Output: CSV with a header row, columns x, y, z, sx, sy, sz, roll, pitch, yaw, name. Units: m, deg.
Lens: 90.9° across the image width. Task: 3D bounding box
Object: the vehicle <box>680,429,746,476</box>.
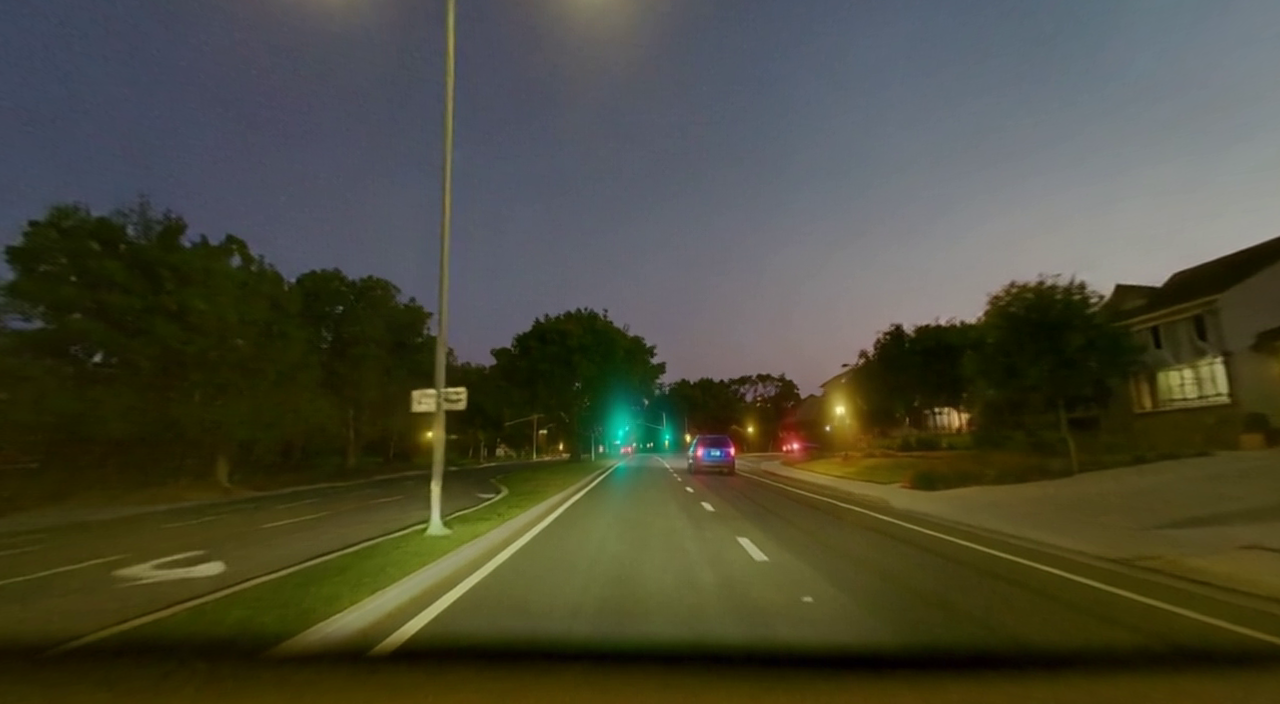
x,y,z,sx,sy,sz,roll,pitch,yaw,name
2.967,4.227,26.646,2.180,1.773,4.639,0,-8,0,vehicle
